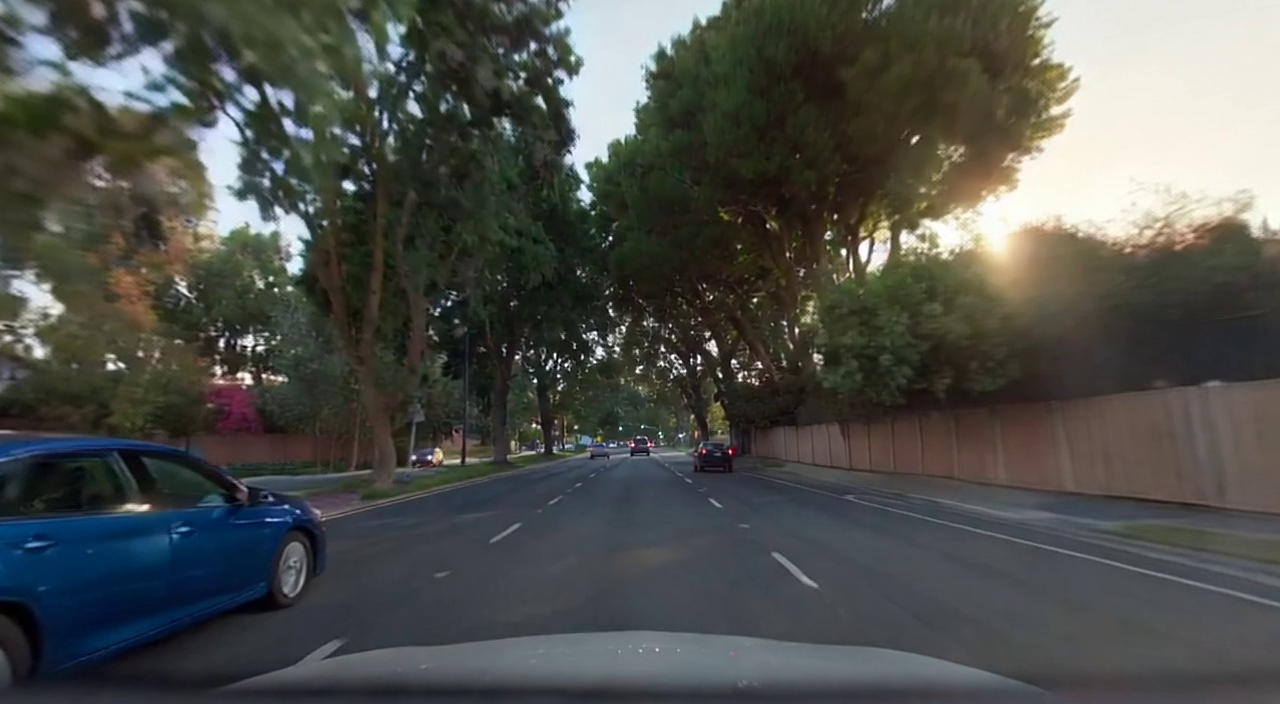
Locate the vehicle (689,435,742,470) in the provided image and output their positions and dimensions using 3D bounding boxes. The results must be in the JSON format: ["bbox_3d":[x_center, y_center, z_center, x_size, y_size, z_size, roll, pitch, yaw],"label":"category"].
[{"bbox_3d":[3.805,5.163,32.506,2.182,1.688,4.187,0,-8,-1],"label":"vehicle"}]

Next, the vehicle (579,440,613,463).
[{"bbox_3d":[-2.963,6.804,43.311,1.940,1.473,4.133,0,-8,1],"label":"vehicle"}]

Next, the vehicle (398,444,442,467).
[{"bbox_3d":[-17.142,8.050,49.266,1.872,1.703,4.388,0,-8,0],"label":"vehicle"}]

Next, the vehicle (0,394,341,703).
[{"bbox_3d":[-3.604,0.963,2.739,2.091,1.503,4.989,0,-8,1],"label":"vehicle"}]
